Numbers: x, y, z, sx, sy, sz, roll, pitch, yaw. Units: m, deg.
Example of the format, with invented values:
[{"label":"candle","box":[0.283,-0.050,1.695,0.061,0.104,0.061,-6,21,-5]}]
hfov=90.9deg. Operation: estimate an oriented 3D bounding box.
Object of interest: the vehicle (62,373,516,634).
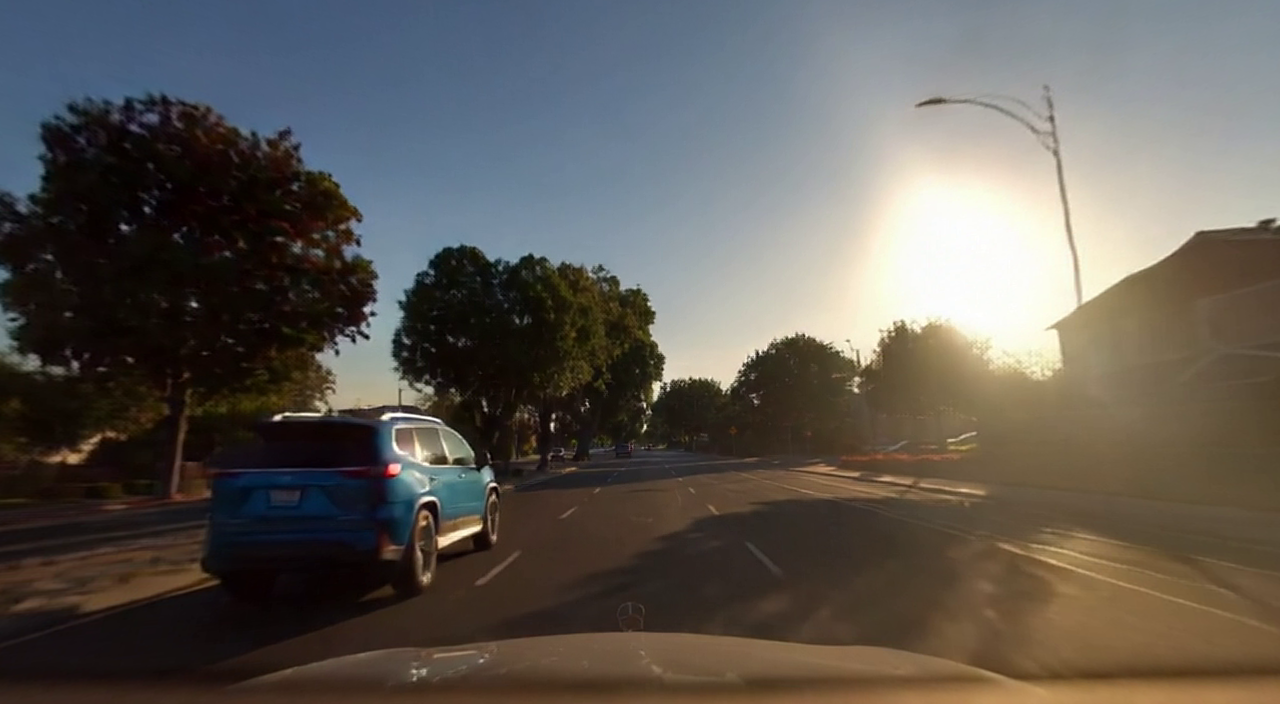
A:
[{"label":"vehicle","box":[-2.984,1.427,6.957,2.179,1.851,4.756,0,-8,1]}]
